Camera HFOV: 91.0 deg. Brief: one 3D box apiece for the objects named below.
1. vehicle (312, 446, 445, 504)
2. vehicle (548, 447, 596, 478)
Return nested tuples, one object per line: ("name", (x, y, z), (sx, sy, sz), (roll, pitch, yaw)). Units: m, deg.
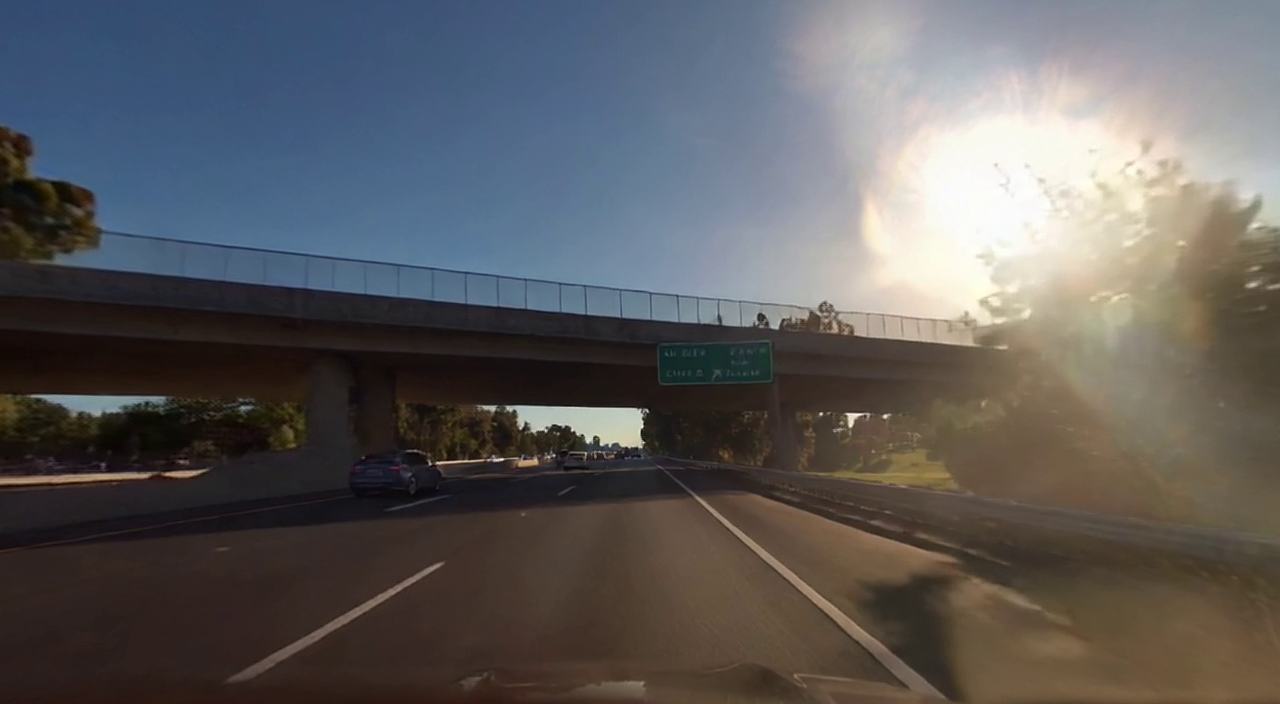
("vehicle", (-7.699, 3.637, 19.126), (2.002, 1.507, 4.631), (0, -9, 0))
("vehicle", (-3.755, 6.180, 35.483), (2.102, 1.571, 4.666), (0, -9, 1))
